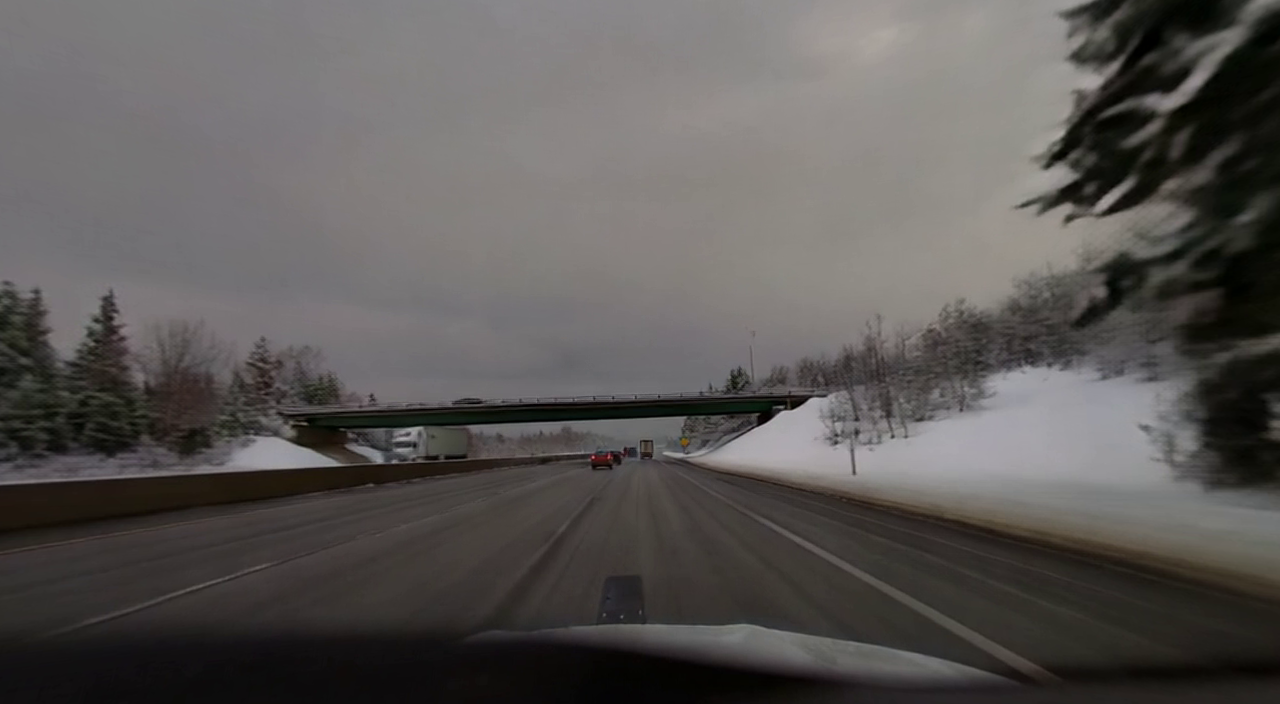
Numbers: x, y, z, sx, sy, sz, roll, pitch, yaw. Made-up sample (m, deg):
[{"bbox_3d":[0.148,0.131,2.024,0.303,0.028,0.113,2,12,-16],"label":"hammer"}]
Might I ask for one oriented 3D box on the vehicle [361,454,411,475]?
[{"bbox_3d":[-18.412,8.161,45.957,1.764,1.449,4.543,0,-9,0],"label":"vehicle"}]
